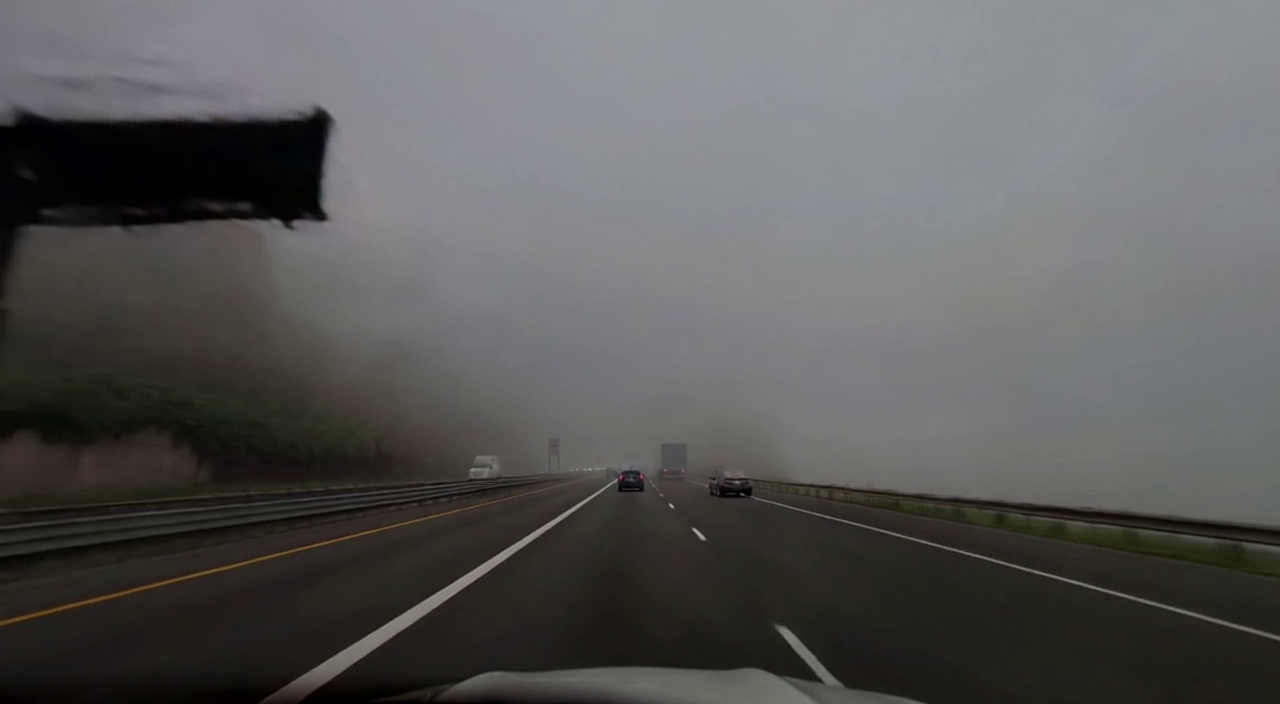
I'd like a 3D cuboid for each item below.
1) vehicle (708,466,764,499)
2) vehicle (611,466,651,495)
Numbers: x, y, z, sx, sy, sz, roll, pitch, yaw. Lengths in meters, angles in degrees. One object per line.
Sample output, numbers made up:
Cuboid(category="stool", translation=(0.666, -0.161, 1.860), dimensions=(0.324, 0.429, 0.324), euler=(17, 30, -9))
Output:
Cuboid(category="vehicle", translation=(4.662, 6.413, 31.217), dimensions=(1.897, 1.476, 4.334), euler=(1, -10, -2))
Cuboid(category="vehicle", translation=(-0.455, 6.898, 34.061), dimensions=(2.010, 1.436, 3.973), euler=(1, -10, 0))
